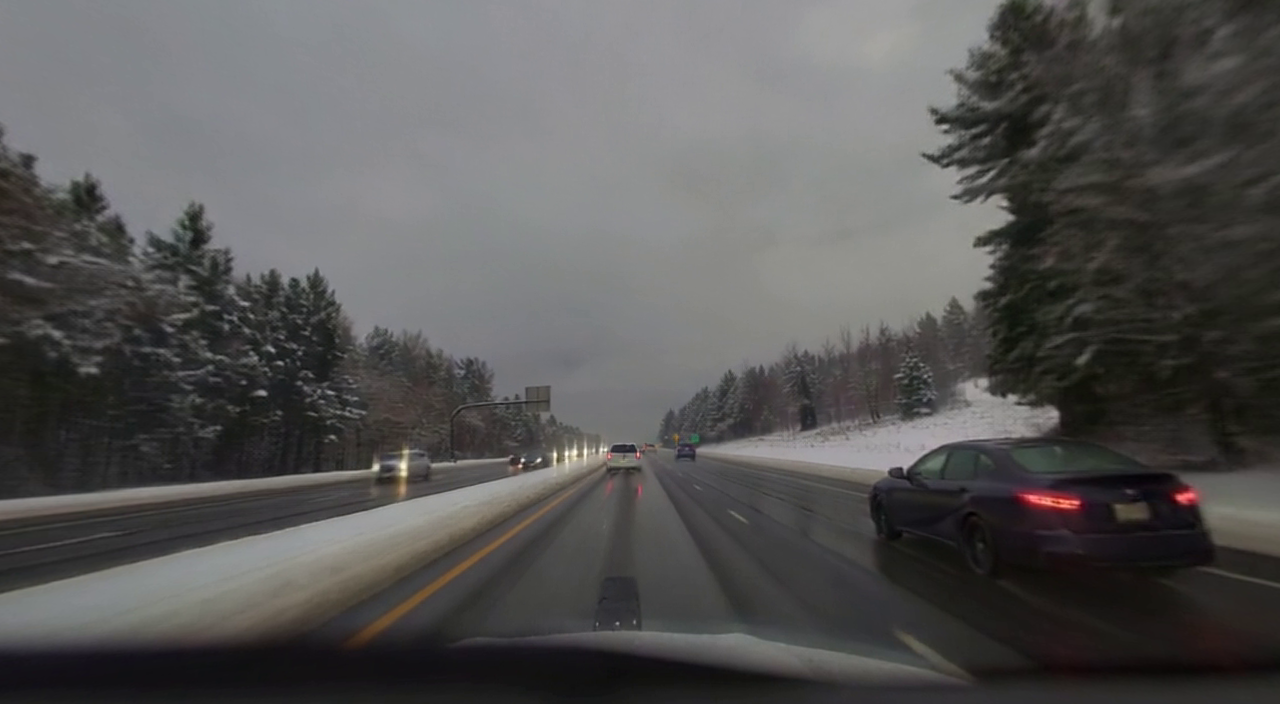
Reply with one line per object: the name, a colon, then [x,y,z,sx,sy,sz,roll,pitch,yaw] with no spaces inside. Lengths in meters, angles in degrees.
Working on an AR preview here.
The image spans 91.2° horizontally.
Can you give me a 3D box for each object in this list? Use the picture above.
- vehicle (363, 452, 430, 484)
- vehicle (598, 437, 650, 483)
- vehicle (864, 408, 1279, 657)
vehicle: [-13.173,6.269,34.188,1.914,1.600,4.188,-1,-9,0]
vehicle: [-0.598,4.323,25.376,1.937,1.699,3.936,-1,-9,0]
vehicle: [3.941,1.430,6.087,1.843,1.505,4.339,0,-9,-1]
